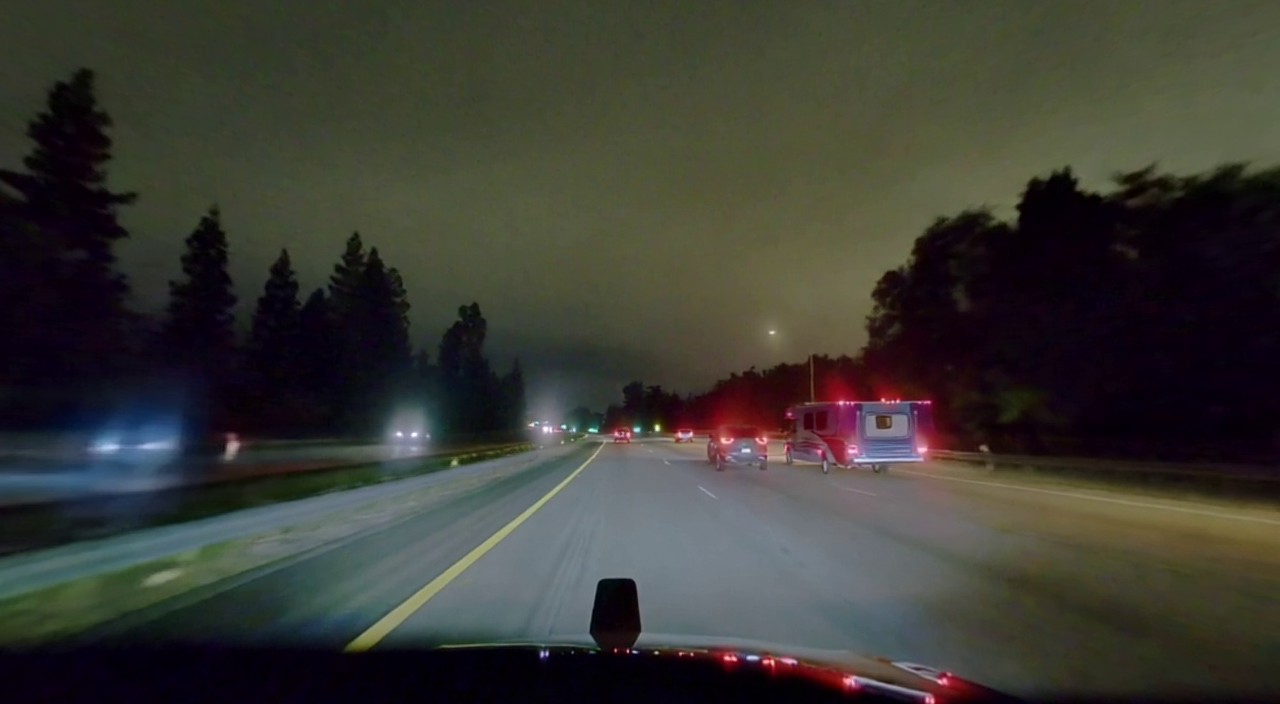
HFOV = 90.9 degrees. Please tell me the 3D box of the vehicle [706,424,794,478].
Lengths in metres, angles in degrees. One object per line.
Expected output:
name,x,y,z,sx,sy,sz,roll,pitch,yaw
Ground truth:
vehicle,3.450,3.154,20.465,2.002,1.569,3.845,0,-8,-3
